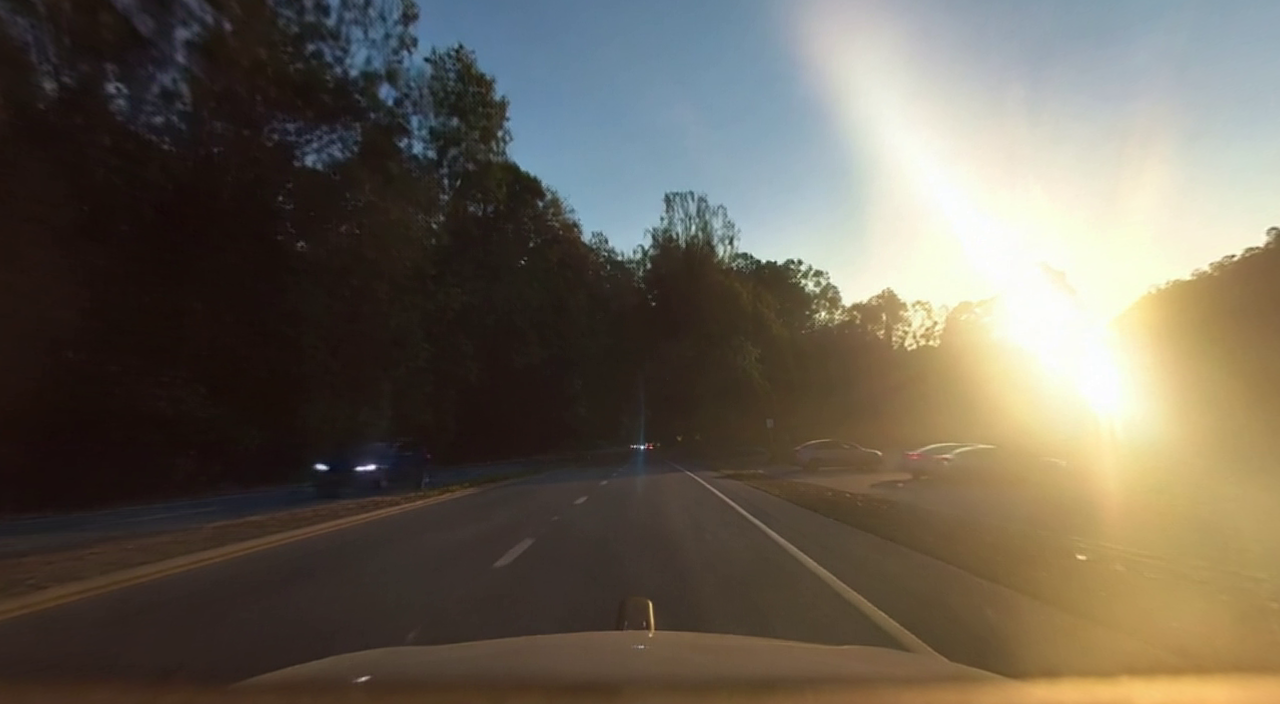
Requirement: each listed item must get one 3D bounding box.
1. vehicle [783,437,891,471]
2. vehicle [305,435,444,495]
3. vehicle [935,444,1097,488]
[{"bbox_3d":[10.657,5.551,34.334,5.118,1.701,2.175,0,-8,-2],"label":"vehicle"},{"bbox_3d":[-8.858,3.799,21.713,2.401,1.807,4.960,-1,-8,3],"label":"vehicle"},{"bbox_3d":[13.066,3.975,22.129,4.438,1.444,1.900,0,-8,1],"label":"vehicle"}]
